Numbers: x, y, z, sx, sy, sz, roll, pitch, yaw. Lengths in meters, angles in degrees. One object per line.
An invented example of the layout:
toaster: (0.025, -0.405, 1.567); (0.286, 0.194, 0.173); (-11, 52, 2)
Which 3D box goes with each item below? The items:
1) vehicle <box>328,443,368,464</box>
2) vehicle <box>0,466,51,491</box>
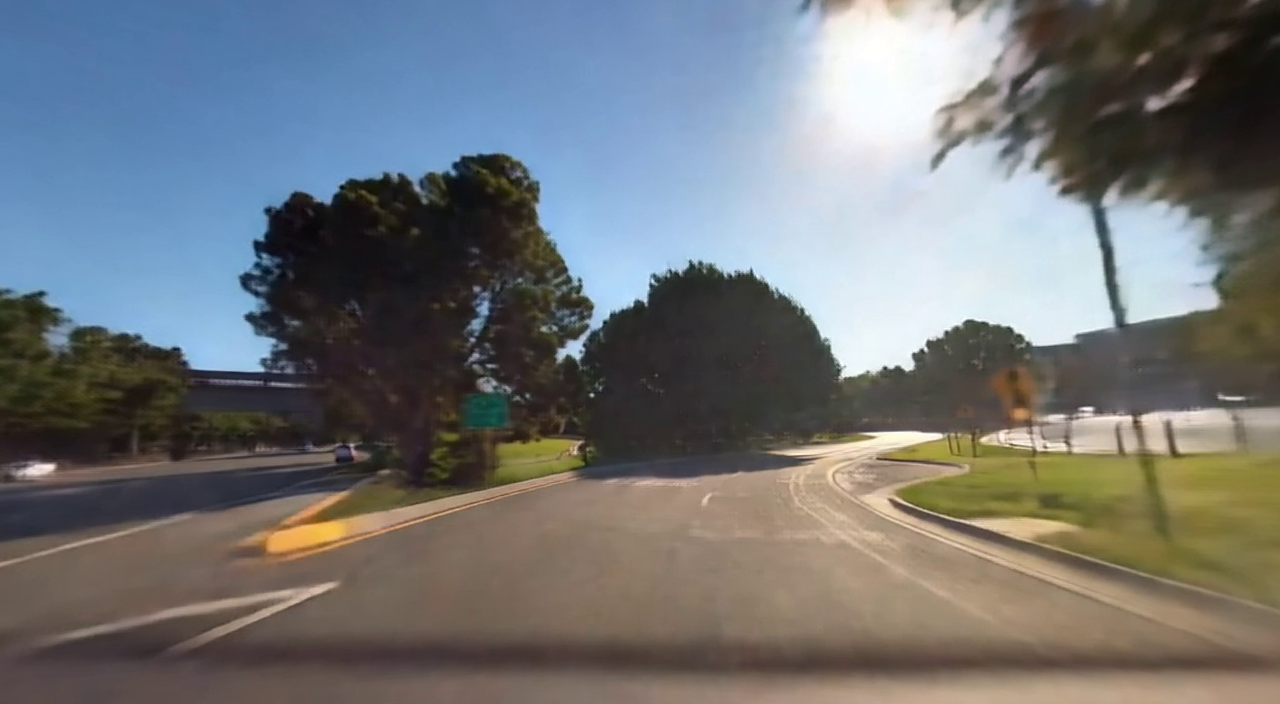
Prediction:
vehicle: (-21.460, 7.466, 46.554); (2.108, 1.472, 4.099); (2, -9, -18)
vehicle: (-41.209, 8.315, 41.534); (1.869, 1.449, 4.225); (2, -9, -18)
